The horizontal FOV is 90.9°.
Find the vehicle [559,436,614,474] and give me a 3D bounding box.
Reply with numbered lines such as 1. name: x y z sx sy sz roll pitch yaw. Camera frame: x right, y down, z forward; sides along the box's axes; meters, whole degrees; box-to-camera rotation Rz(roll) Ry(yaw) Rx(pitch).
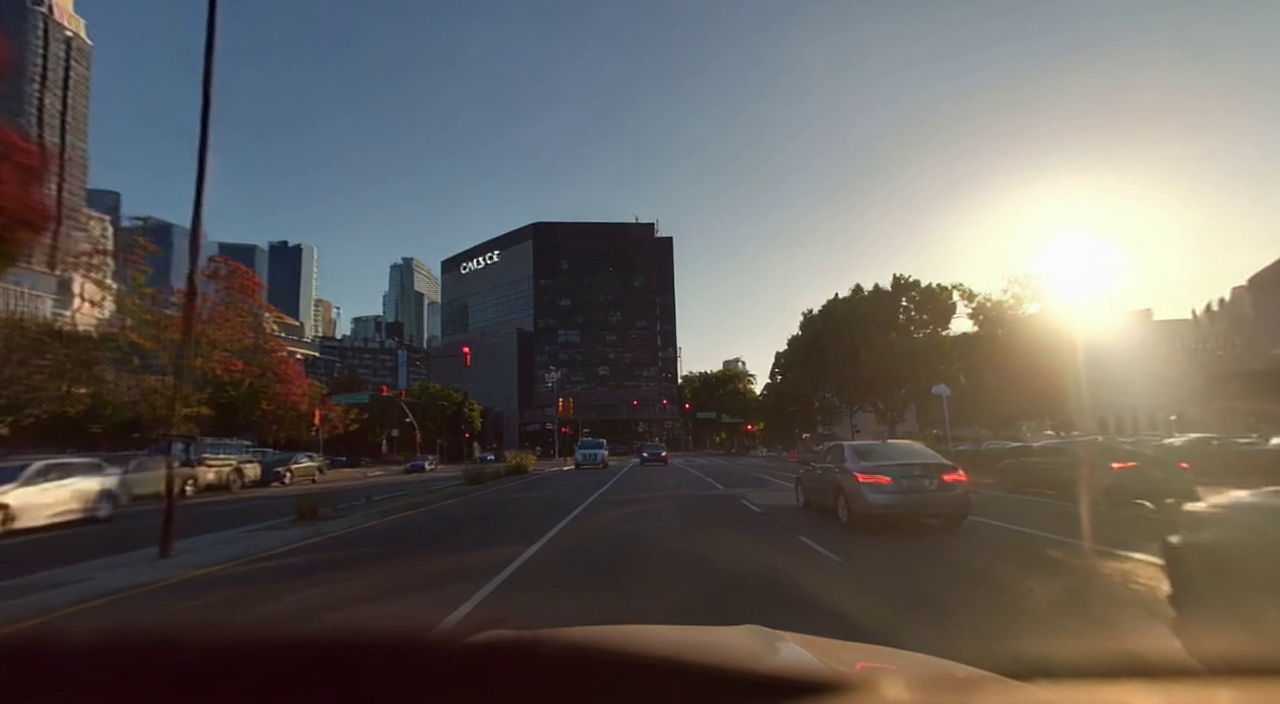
1. vehicle: -2.452 4.856 29.939 2.057 1.678 4.639 -1 -8 2

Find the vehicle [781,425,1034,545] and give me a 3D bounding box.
1. vehicle: 3.949 2.052 10.515 2.109 1.510 4.927 0 -8 1

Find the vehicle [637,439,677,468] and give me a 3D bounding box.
1. vehicle: 0.920 5.553 34.671 2.059 1.477 3.988 0 -8 1

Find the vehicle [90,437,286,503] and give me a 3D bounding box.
1. vehicle: -14.999 3.916 21.560 2.337 1.895 5.872 0 -8 0

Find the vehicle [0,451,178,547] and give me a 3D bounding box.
1. vehicle: -10.978 2.549 11.403 1.884 1.456 4.356 0 -8 1

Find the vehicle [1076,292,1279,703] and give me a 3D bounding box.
1. vehicle: 3.357 0.469 0.662 2.282 1.797 4.924 0 -8 1

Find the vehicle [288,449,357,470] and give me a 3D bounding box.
1. vehicle: -24.888 8.431 49.491 4.687 1.482 1.914 4 -9 -28
